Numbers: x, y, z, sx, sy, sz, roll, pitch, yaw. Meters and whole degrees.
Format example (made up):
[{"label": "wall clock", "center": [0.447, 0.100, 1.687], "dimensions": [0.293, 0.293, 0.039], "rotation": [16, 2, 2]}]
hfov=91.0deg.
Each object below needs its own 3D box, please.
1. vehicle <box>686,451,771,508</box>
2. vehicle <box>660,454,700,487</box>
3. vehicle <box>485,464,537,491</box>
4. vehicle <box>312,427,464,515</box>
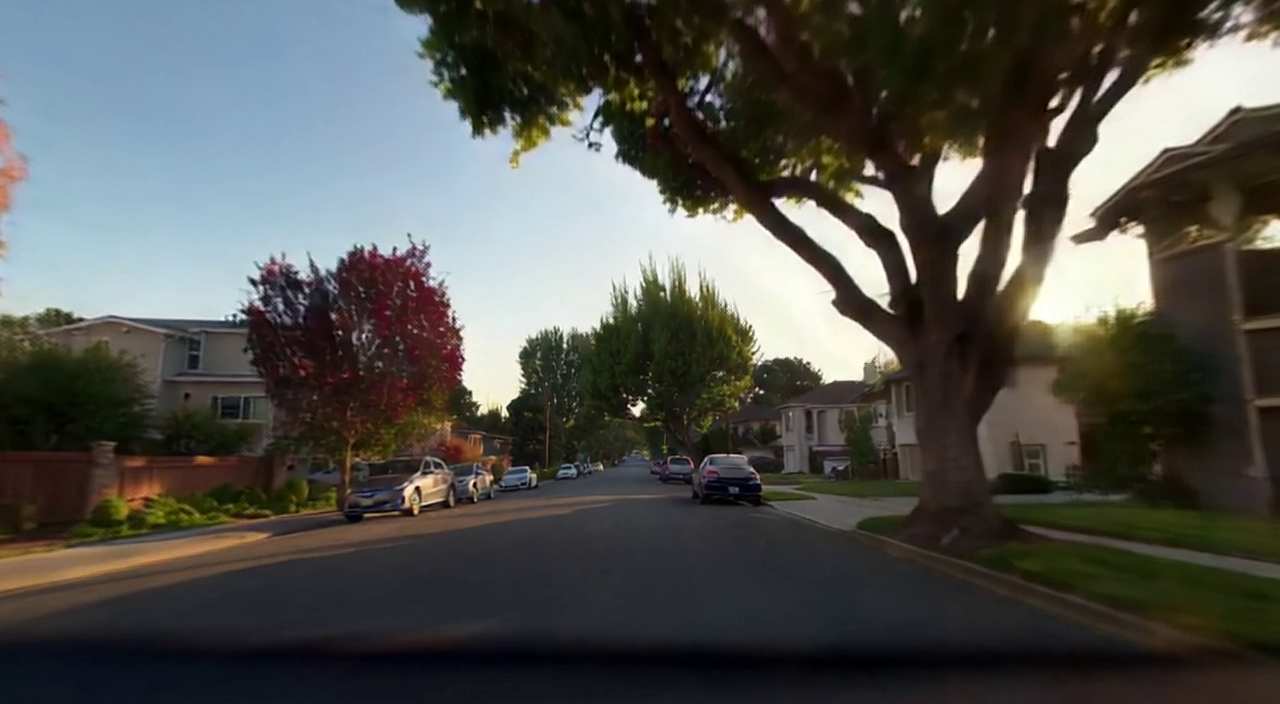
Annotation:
[{"label": "vehicle", "center": [2.800, 4.151, 21.025], "dimensions": [2.050, 1.598, 4.590], "rotation": [0, -8, -1]}, {"label": "vehicle", "center": [2.494, 7.590, 40.554], "dimensions": [2.262, 1.870, 4.948], "rotation": [0, -8, 0]}, {"label": "vehicle", "center": [-7.614, 7.502, 37.522], "dimensions": [2.071, 1.481, 4.425], "rotation": [0, -11, 1]}, {"label": "vehicle", "center": [-7.266, 3.752, 19.066], "dimensions": [2.408, 2.201, 5.646], "rotation": [-1, -14, -2]}]
